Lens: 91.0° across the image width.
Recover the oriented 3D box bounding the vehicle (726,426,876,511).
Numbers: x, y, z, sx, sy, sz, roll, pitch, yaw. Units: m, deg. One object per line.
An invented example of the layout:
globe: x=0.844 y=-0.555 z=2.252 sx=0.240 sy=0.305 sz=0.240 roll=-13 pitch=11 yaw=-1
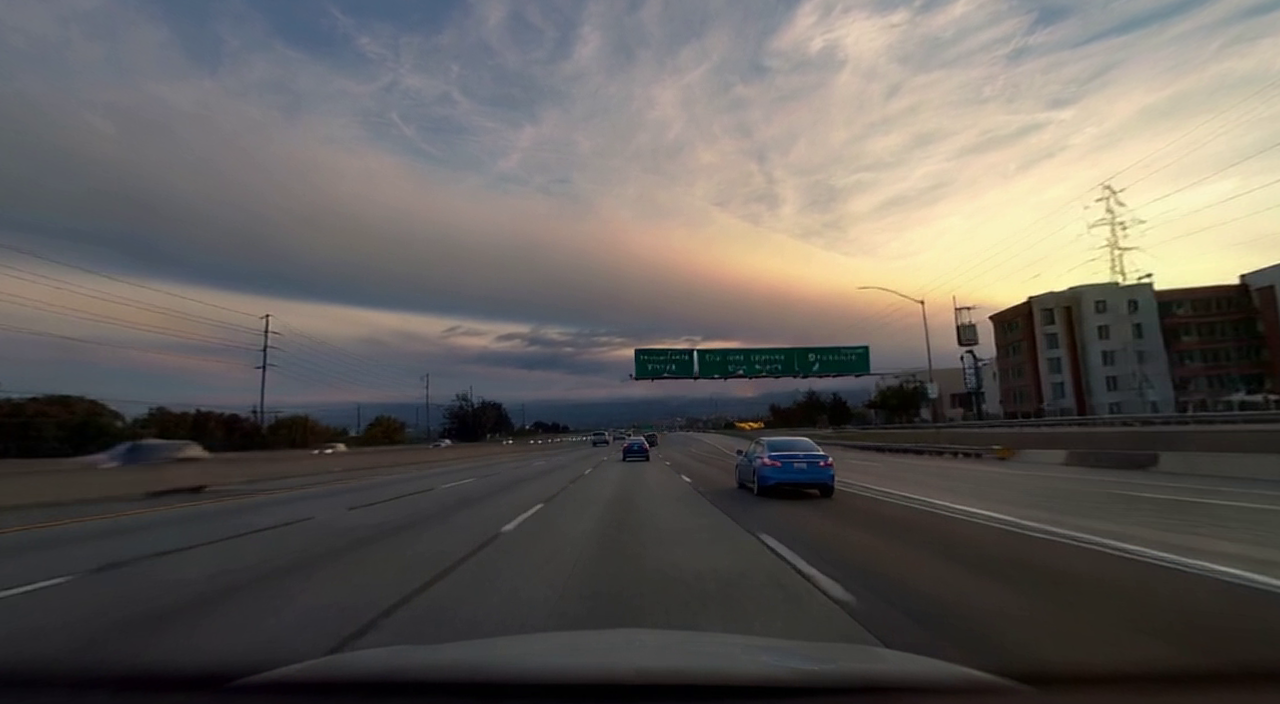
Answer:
vehicle: x=3.272 y=2.472 z=13.867 sx=1.995 sy=1.533 sz=4.463 roll=0 pitch=-8 yaw=-2

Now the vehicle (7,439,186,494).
vehicle: x=-16.657 y=3.498 z=19.647 sx=1.794 sy=1.492 sz=4.245 roll=0 pitch=-8 yaw=-1

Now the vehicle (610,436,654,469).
vehicle: x=-0.405 y=4.879 z=30.660 sx=2.019 sy=1.472 sz=3.971 roll=0 pitch=-8 yaw=-1

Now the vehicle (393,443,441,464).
vehicle: x=-16.949 y=7.705 z=48.044 sx=1.912 sy=1.492 sz=4.608 roll=0 pitch=-8 yaw=0
